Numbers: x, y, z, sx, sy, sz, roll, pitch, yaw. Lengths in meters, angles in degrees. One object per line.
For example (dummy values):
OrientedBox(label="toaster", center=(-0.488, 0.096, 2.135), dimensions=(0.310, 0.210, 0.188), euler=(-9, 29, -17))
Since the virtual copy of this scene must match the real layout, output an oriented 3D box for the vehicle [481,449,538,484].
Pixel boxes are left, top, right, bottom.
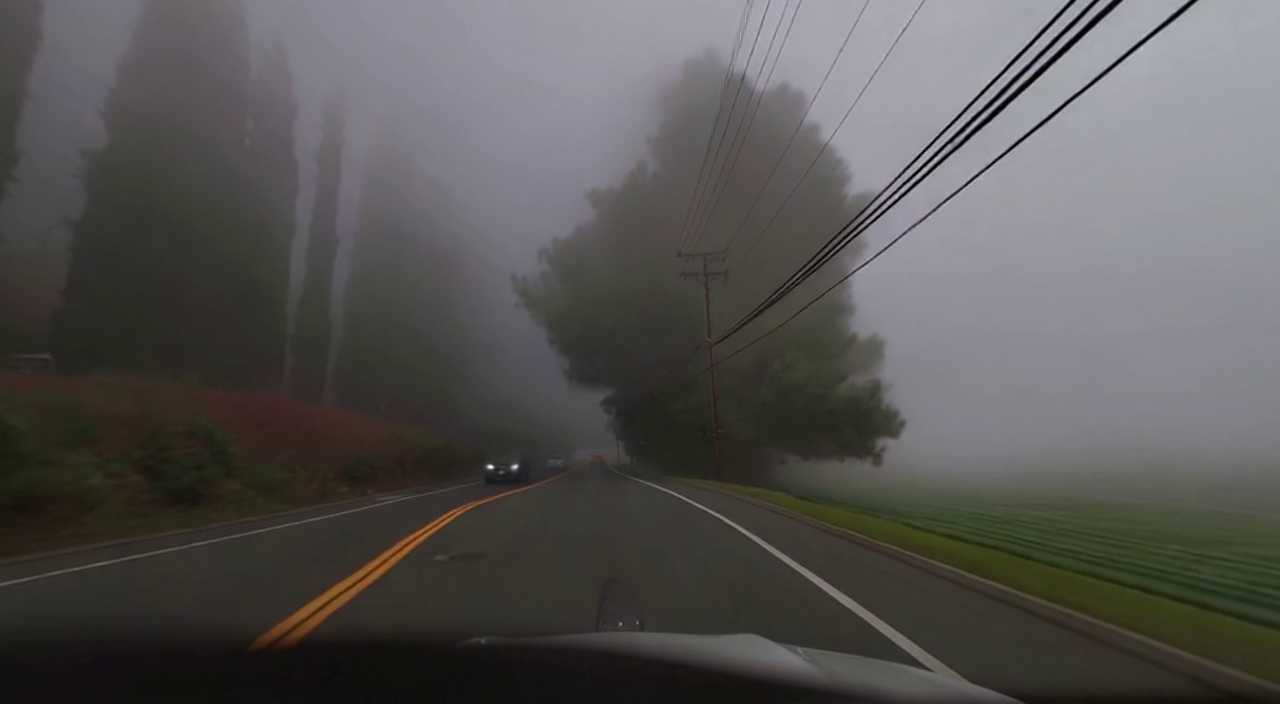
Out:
OrientedBox(label="vehicle", center=(-6.668, 5.874, 32.733), dimensions=(2.121, 1.653, 4.510), euler=(1, -8, -2))
